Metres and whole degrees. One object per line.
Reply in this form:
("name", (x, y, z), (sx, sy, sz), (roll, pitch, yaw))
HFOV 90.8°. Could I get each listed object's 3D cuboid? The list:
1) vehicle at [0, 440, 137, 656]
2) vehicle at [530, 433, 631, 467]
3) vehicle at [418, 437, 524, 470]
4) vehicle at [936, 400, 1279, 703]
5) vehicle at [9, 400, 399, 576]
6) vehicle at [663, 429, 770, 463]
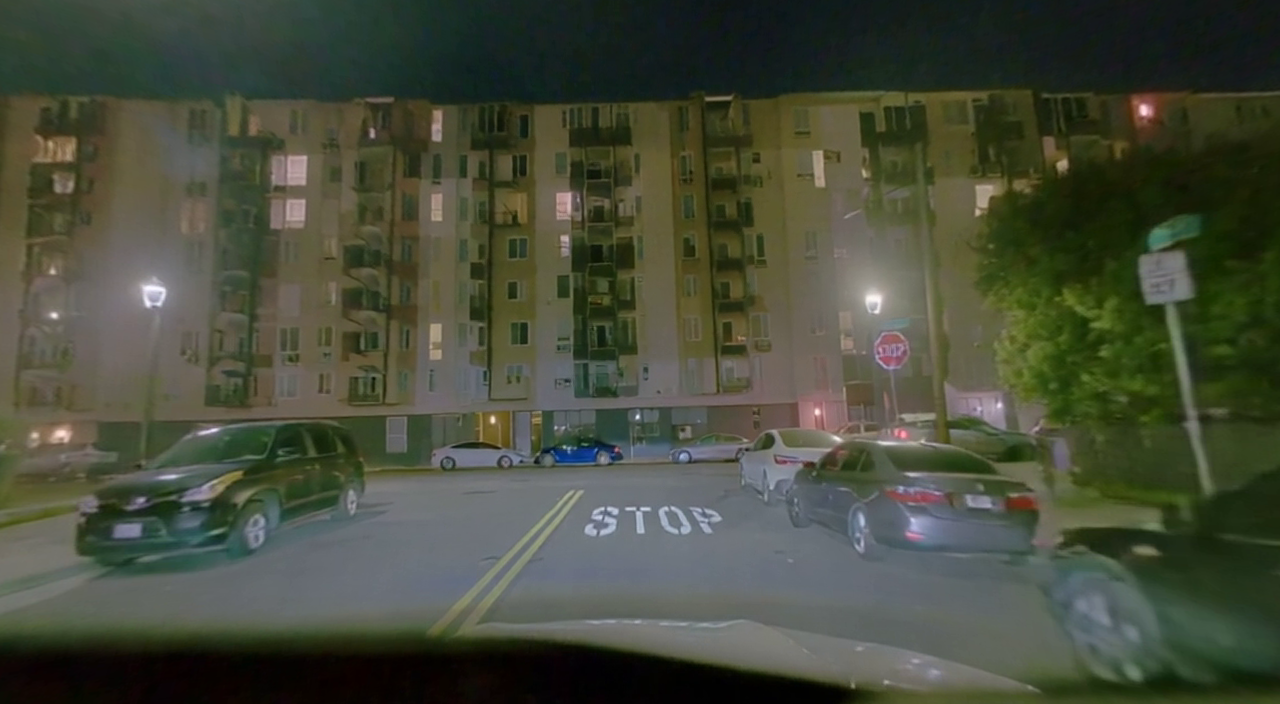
("vehicle", (-5.550, 1.227, 3.342), (2.129, 1.505, 4.510), (0, -8, -1))
("vehicle", (-2.707, 4.522, 29.267), (4.489, 1.470, 1.776), (1, -8, -4))
("vehicle", (-7.637, 4.629, 28.922), (4.423, 1.449, 1.813), (1, -8, -5))
("vehicle", (3.195, 0.943, 2.371), (1.919, 1.490, 4.339), (0, -8, -2))
("vehicle", (-5.943, 1.916, 10.030), (2.208, 1.903, 6.040), (0, -8, -4))
("vehicle", (3.499, 4.383, 29.493), (4.681, 1.480, 1.817), (0, -8, -3))
